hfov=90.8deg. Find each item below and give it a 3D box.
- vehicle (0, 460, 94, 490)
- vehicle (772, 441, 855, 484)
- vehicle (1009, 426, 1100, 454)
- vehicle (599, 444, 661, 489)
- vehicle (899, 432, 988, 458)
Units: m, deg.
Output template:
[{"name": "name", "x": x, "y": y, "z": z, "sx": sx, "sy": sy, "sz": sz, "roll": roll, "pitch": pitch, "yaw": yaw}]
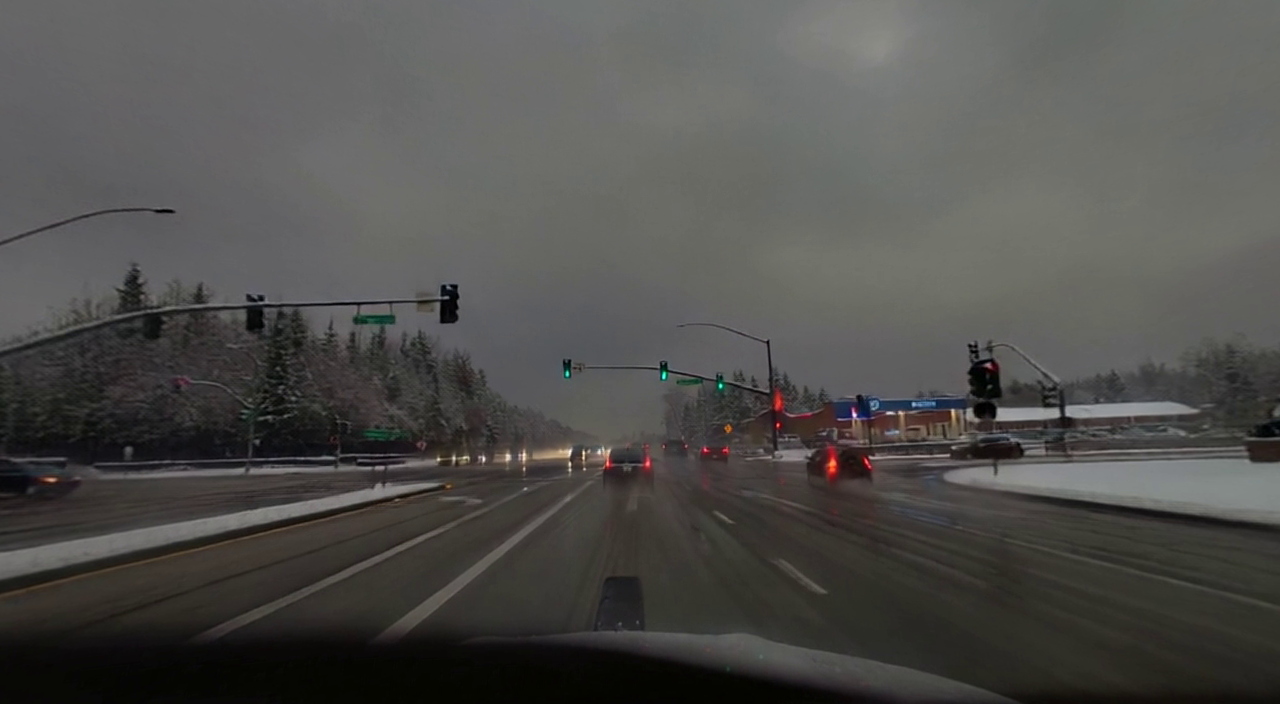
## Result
[{"name": "vehicle", "x": -34.569, "y": 7.070, "z": 36.413, "sx": 4.287, "sy": 1.612, "sz": 1.993, "roll": 0, "pitch": -8, "yaw": 2}, {"name": "vehicle", "x": 6.489, "y": 4.158, "z": 24.143, "sx": 1.890, "sy": 1.489, "sz": 4.396, "roll": 0, "pitch": -8, "yaw": 0}, {"name": "vehicle", "x": 27.406, "y": 5.861, "z": 41.858, "sx": 4.724, "sy": 1.793, "sz": 1.777, "roll": 0, "pitch": -8, "yaw": 1}, {"name": "vehicle", "x": -0.322, "y": 4.052, "z": 22.751, "sx": 2.040, "sy": 1.451, "sz": 3.736, "roll": 0, "pitch": -8, "yaw": 0}, {"name": "vehicle", "x": 20.011, "y": 6.176, "z": 41.725, "sx": 4.796, "sy": 1.488, "sz": 1.966, "roll": -2, "pitch": -9, "yaw": -1}]
